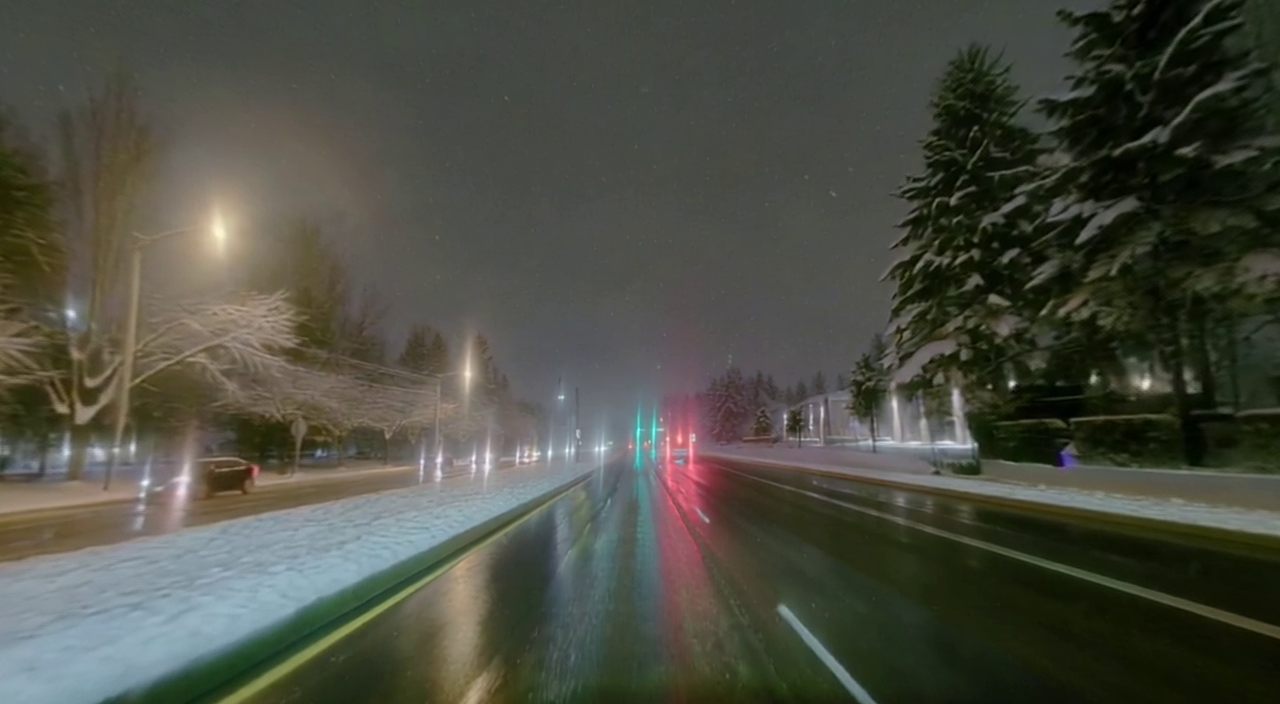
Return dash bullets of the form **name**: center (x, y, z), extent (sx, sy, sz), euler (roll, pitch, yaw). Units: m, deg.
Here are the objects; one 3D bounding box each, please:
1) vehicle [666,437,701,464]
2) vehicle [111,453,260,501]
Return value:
- **vehicle**: center (3.085, 7.147, 46.135), extent (2.085, 1.828, 5.383), euler (0, -8, -1)
- **vehicle**: center (-17.018, 4.666, 24.037), extent (1.973, 1.536, 4.871), euler (0, -8, 1)
